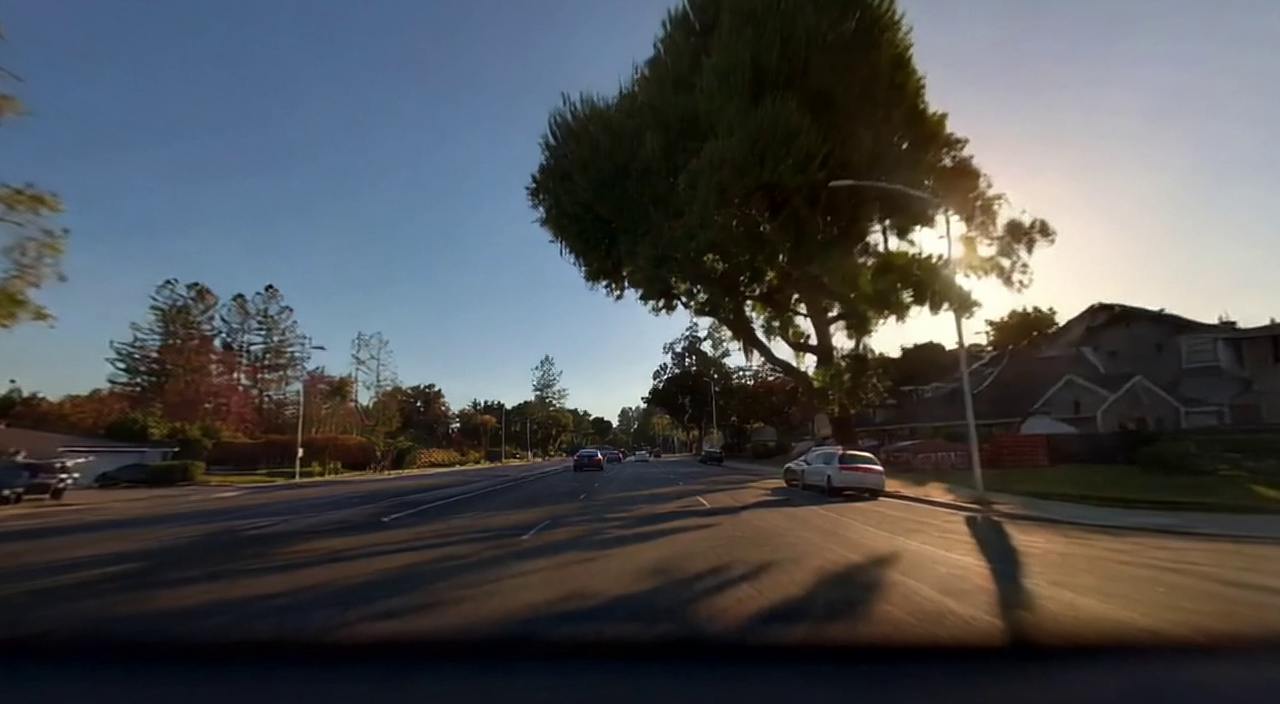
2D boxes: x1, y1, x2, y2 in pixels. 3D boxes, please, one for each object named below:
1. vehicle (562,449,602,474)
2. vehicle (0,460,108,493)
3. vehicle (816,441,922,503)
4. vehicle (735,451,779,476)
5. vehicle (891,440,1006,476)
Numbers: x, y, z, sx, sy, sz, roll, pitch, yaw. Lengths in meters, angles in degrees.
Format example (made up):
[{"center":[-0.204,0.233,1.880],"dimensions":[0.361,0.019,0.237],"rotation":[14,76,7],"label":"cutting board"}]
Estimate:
[{"center":[-3.693,7.092,41.168],"dimensions":[2.263,1.548,4.555],"rotation":[0,-8,-1],"label":"vehicle"},{"center":[-30.047,6.372,32.546],"dimensions":[1.803,1.453,4.109],"rotation":[0,-8,-2],"label":"vehicle"},{"center":[7.709,4.093,21.695],"dimensions":[2.006,1.758,4.311],"rotation":[5,-10,0],"label":"vehicle"},{"center":[7.600,7.305,41.506],"dimensions":[1.929,1.482,4.873],"rotation":[0,-8,0],"label":"vehicle"},{"center":[15.469,5.334,31.890],"dimensions":[4.748,1.608,1.929],"rotation":[-2,-9,1],"label":"vehicle"}]
